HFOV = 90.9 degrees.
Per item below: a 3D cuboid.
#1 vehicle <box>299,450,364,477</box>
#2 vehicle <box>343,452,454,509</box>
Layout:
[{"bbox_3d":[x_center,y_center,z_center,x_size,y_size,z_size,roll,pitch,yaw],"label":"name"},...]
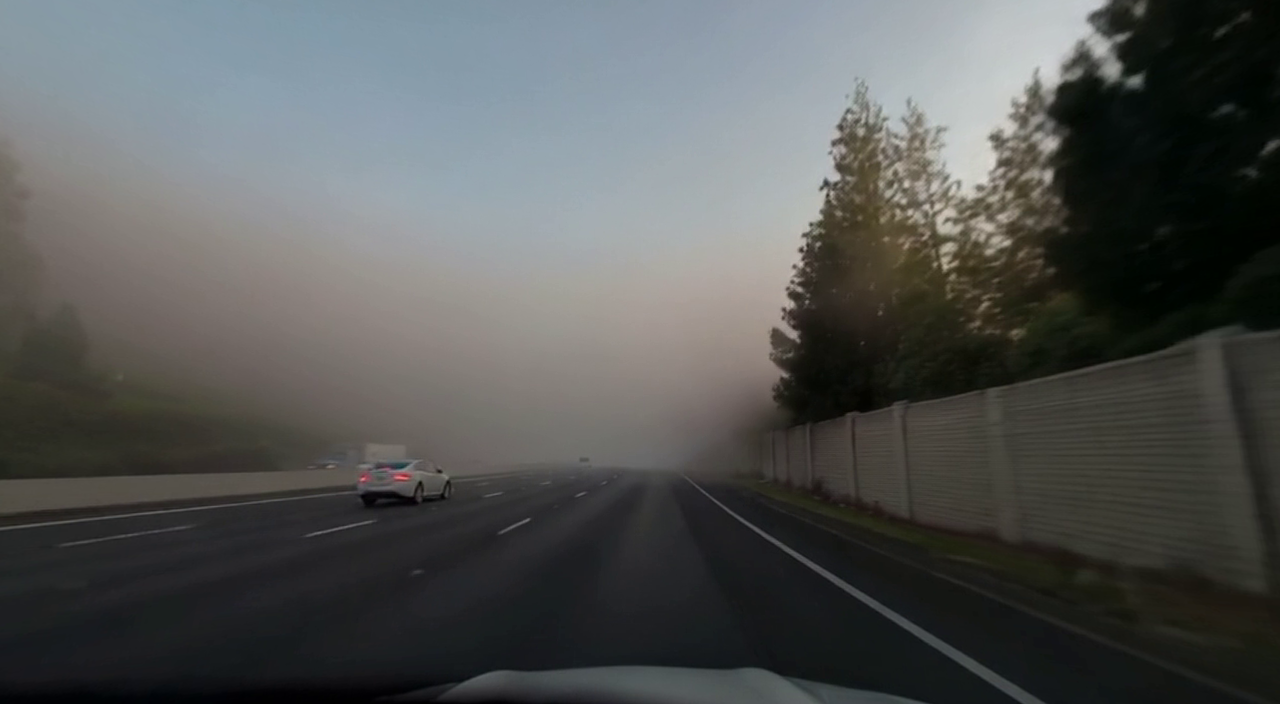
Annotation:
[{"bbox_3d":[-21.844,7.899,44.830,2.228,1.766,4.662,0,-9,-1],"label":"vehicle"},{"bbox_3d":[-7.024,3.735,18.754,1.742,1.494,3.795,0,-9,0],"label":"vehicle"}]
